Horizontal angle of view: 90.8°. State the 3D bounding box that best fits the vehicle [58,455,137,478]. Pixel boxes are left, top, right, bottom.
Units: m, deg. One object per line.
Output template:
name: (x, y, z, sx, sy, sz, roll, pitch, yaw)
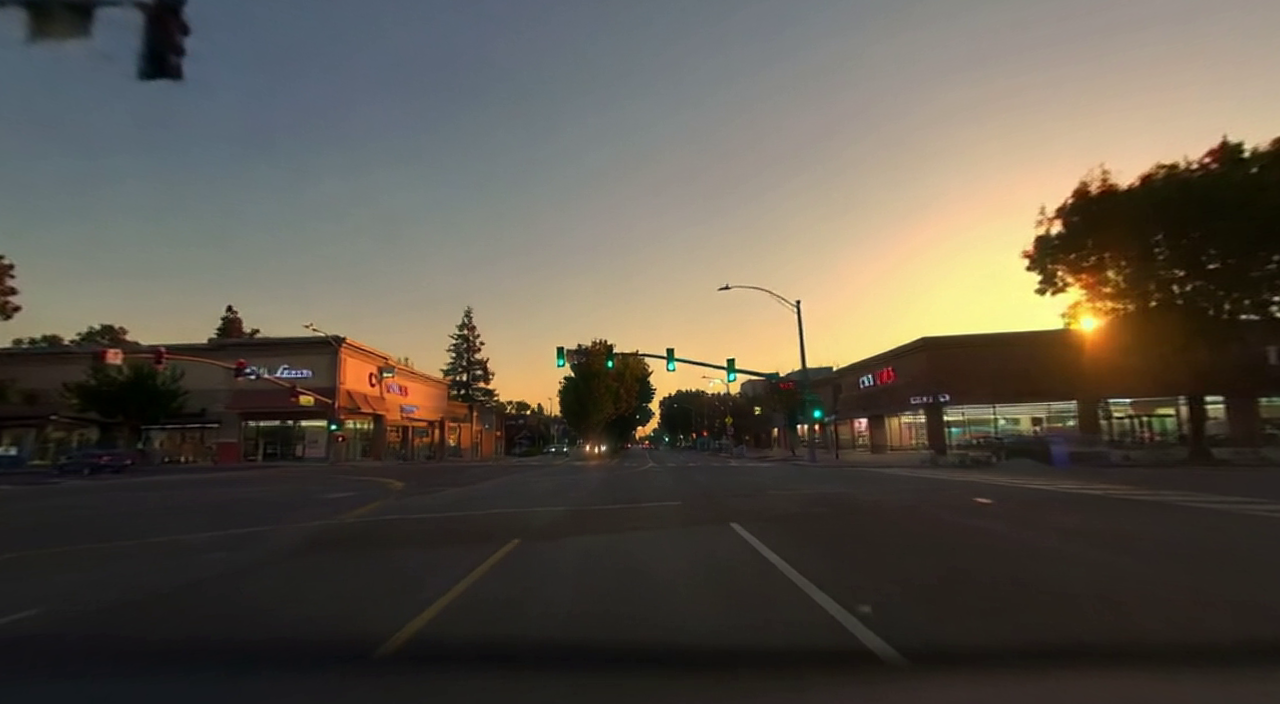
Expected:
vehicle: (-38.044, 8.008, 44.330, 4.249, 1.483, 1.890, -3, -8, 12)
